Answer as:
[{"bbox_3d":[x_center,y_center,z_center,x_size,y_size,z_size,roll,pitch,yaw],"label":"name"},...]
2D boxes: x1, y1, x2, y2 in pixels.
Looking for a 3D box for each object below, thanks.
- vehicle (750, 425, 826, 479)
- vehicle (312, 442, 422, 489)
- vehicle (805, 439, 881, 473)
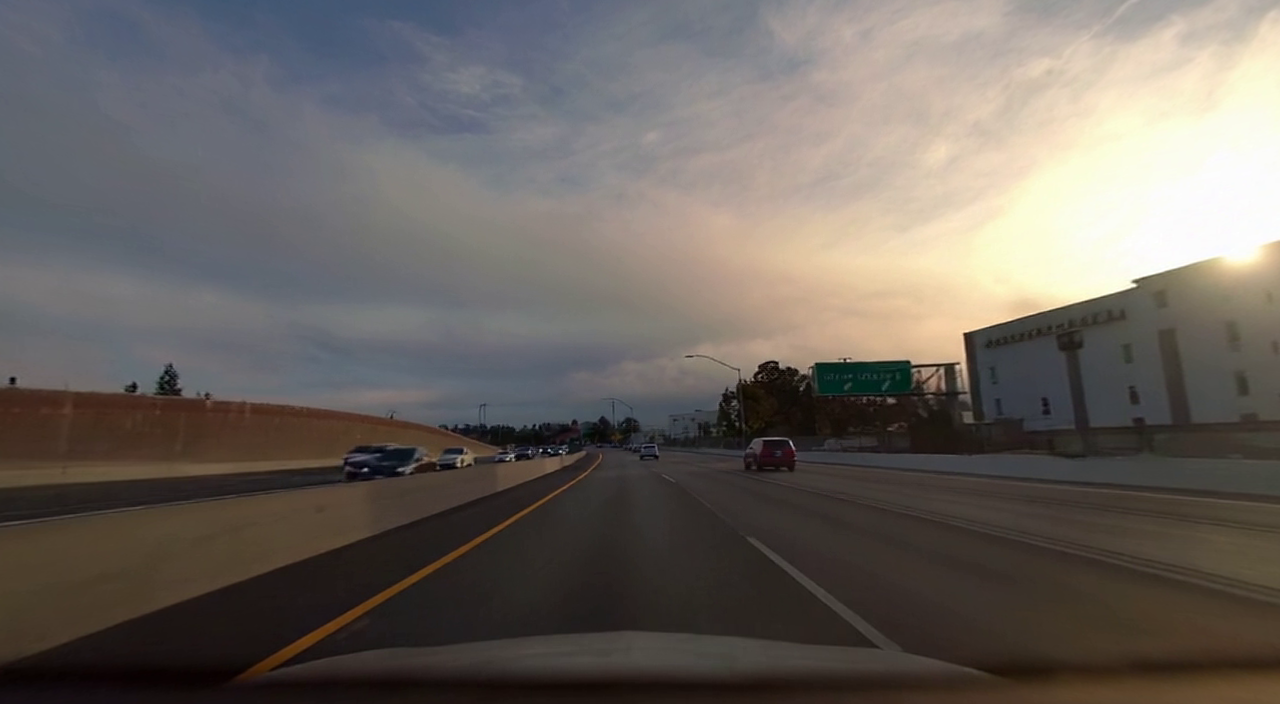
[{"bbox_3d":[6.354,4.366,27.767,2.043,2.154,4.731,0,-9,-2],"label":"vehicle"},{"bbox_3d":[-10.268,4.277,24.259,2.371,1.606,4.532,1,-8,-3],"label":"vehicle"},{"bbox_3d":[9.844,5.095,31.102,1.981,1.508,4.768,0,-9,-2],"label":"vehicle"}]
